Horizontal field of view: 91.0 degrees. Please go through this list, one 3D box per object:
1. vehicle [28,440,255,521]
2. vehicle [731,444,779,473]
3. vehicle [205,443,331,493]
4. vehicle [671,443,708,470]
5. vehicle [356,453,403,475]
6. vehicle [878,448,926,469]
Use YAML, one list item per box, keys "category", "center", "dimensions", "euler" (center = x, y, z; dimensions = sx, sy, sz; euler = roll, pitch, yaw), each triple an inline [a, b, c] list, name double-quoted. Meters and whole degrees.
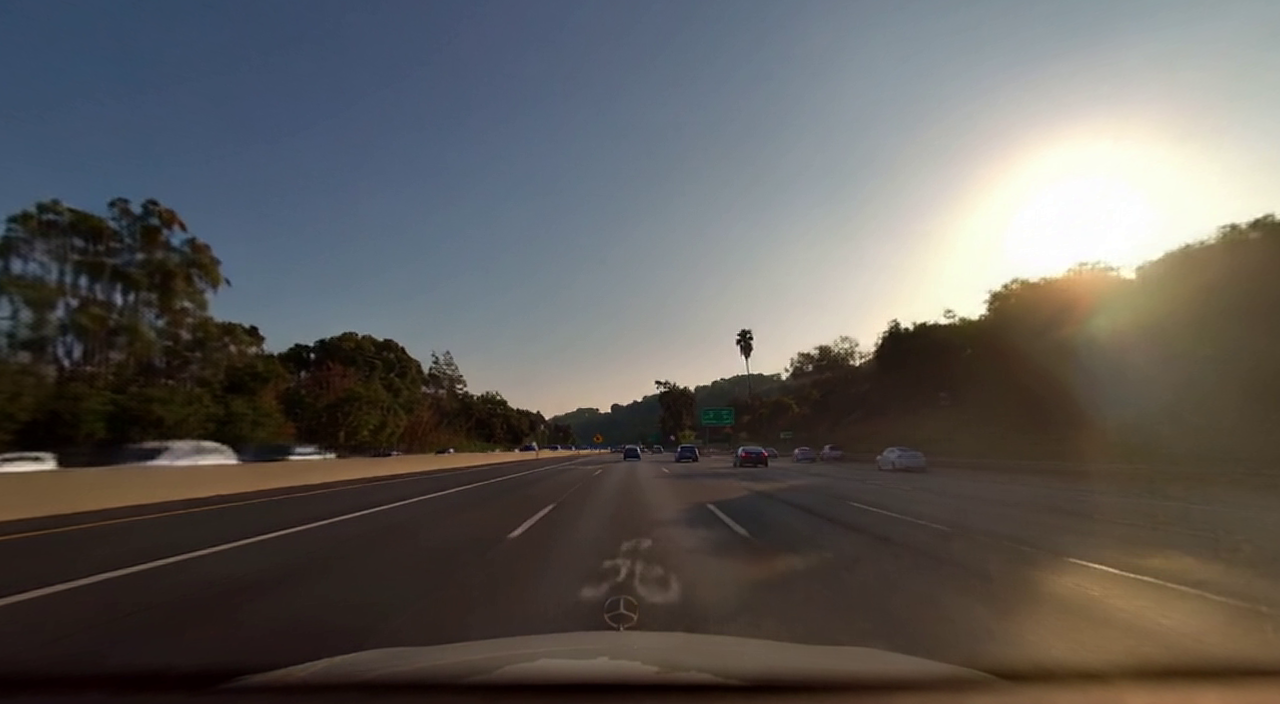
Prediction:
- category: "vehicle"
  center: [-12.558, 3.227, 16.410]
  dimensions: [2.032, 1.779, 4.704]
  euler: [0, -9, 0]
- category: "vehicle"
  center: [6.742, 6.287, 37.423]
  dimensions: [1.902, 1.623, 4.360]
  euler: [0, -9, -1]
- category: "vehicle"
  center: [-16.153, 5.024, 27.801]
  dimensions: [2.205, 1.946, 5.490]
  euler: [0, -9, 0]
- category: "vehicle"
  center: [3.231, 6.894, 41.836]
  dimensions: [2.035, 1.704, 3.867]
  euler: [0, -9, -2]
- category: "vehicle"
  center: [-20.131, 8.649, 48.839]
  dimensions: [1.715, 1.478, 4.670]
  euler: [0, -8, -1]
- category: "vehicle"
  center: [19.613, 7.975, 47.316]
  dimensions: [1.774, 1.457, 4.653]
  euler: [0, -9, 1]
